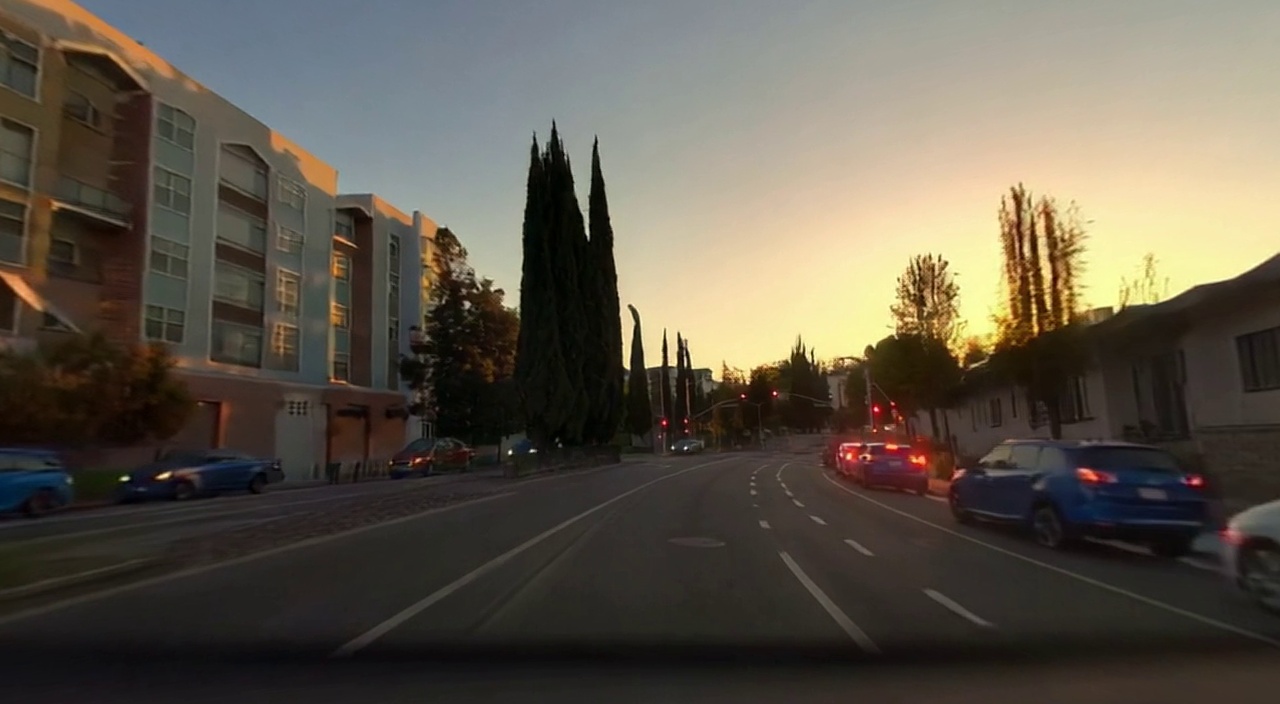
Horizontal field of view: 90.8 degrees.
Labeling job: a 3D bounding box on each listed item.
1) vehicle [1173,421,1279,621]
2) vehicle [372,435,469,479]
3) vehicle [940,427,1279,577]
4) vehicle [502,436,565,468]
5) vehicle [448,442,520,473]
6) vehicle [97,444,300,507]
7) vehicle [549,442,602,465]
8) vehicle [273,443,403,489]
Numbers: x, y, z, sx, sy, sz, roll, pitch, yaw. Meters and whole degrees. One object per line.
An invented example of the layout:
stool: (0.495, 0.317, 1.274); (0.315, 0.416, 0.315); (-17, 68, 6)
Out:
vehicle: (5.948, 1.182, 3.927); (1.886, 1.562, 3.940); (0, -8, 2)
vehicle: (-9.592, 4.626, 28.134); (1.933, 1.759, 5.002); (-1, -8, 9)
vehicle: (6.089, 1.896, 8.864); (1.883, 1.550, 4.286); (-1, -8, 4)
vehicle: (-6.554, 6.211, 39.430); (2.083, 1.882, 4.642); (-2, -9, 15)
vehicle: (-8.234, 5.589, 33.777); (1.830, 1.497, 4.436); (-2, -9, 14)
vehicle: (-11.669, 3.248, 17.198); (1.841, 1.444, 4.554); (-1, -8, 7)
vehicle: (-4.518, 7.212, 45.176); (1.894, 1.493, 4.902); (-3, -9, 18)
vehicle: (-10.784, 4.073, 23.005); (1.811, 1.459, 4.702); (-1, -8, 10)
